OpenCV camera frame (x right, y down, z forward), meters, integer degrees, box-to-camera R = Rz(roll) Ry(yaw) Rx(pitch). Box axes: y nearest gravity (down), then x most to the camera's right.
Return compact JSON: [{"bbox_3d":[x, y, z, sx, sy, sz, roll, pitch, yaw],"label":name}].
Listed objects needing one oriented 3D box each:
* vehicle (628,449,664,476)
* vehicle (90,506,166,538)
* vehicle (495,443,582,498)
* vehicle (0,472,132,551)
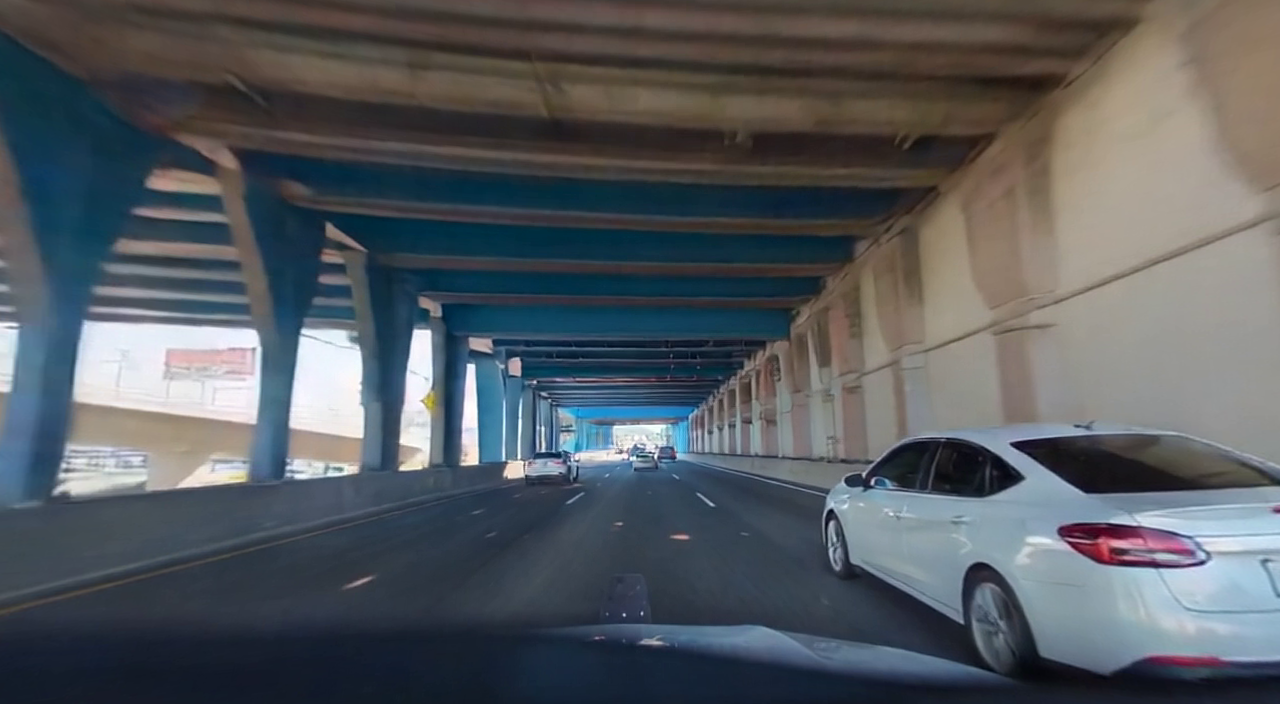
[{"bbox_3d":[0.264,6.114,35.209,1.877,1.386,3.872,0,-8,-1],"label":"vehicle"},{"bbox_3d":[-34.189,11.322,42.244,1.824,1.592,4.088,0,-8,-4],"label":"vehicle"},{"bbox_3d":[-3.173,3.777,20.643,2.064,1.589,4.213,0,-8,1],"label":"vehicle"},{"bbox_3d":[-37.654,9.666,38.745,2.833,3.977,12.868,0,-8,-3],"label":"vehicle"}]
